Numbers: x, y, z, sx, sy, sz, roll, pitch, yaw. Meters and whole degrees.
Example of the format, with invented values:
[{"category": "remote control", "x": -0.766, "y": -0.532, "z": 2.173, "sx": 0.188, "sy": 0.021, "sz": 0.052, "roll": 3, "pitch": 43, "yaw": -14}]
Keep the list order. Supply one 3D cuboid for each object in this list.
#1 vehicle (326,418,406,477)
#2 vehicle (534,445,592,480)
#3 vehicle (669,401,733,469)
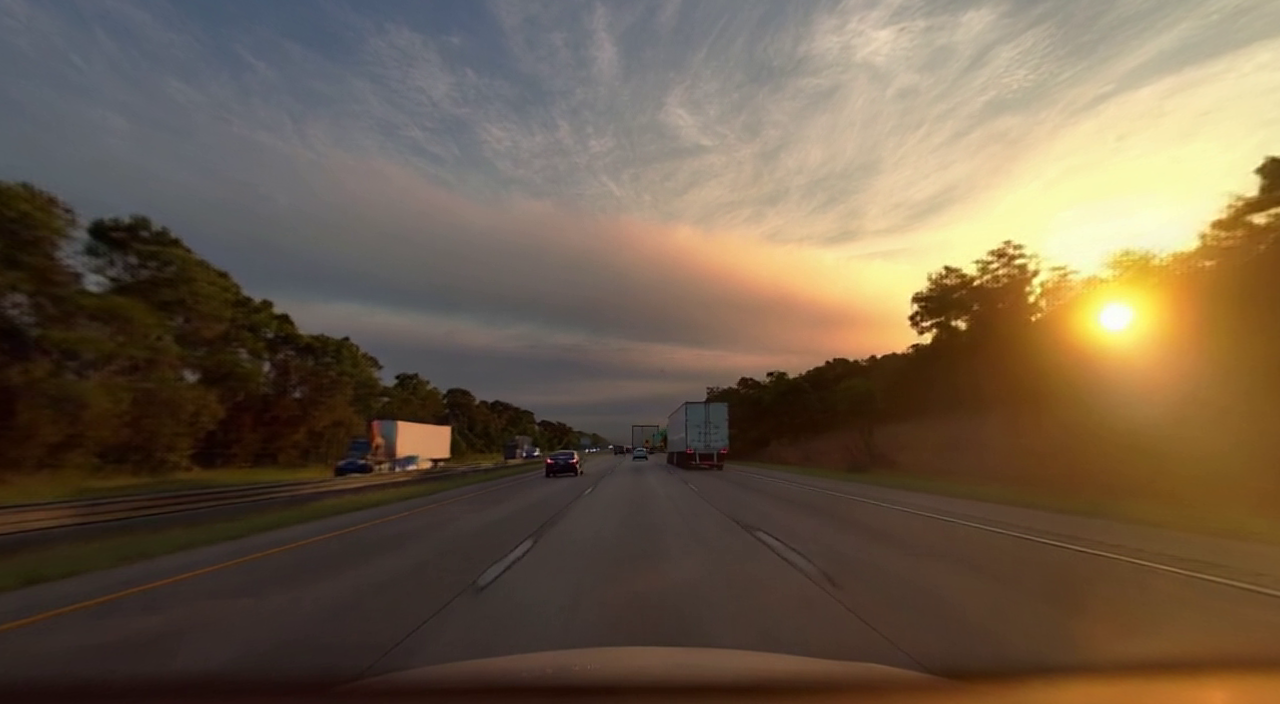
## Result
[{"category": "vehicle", "x": -19.386, "y": 6.834, "z": 45.112, "sx": 2.990, "sy": 3.854, "sz": 5.965, "roll": 0, "pitch": -9, "yaw": -1}, {"category": "vehicle", "x": -3.414, "y": 5.001, "z": 28.783, "sx": 2.121, "sy": 1.445, "sz": 4.651, "roll": 0, "pitch": -9, "yaw": -1}, {"category": "vehicle", "x": 3.953, "y": 6.082, "z": 44.896, "sx": 2.974, "sy": 4.083, "sz": 14.389, "roll": 0, "pitch": -9, "yaw": -1}]
